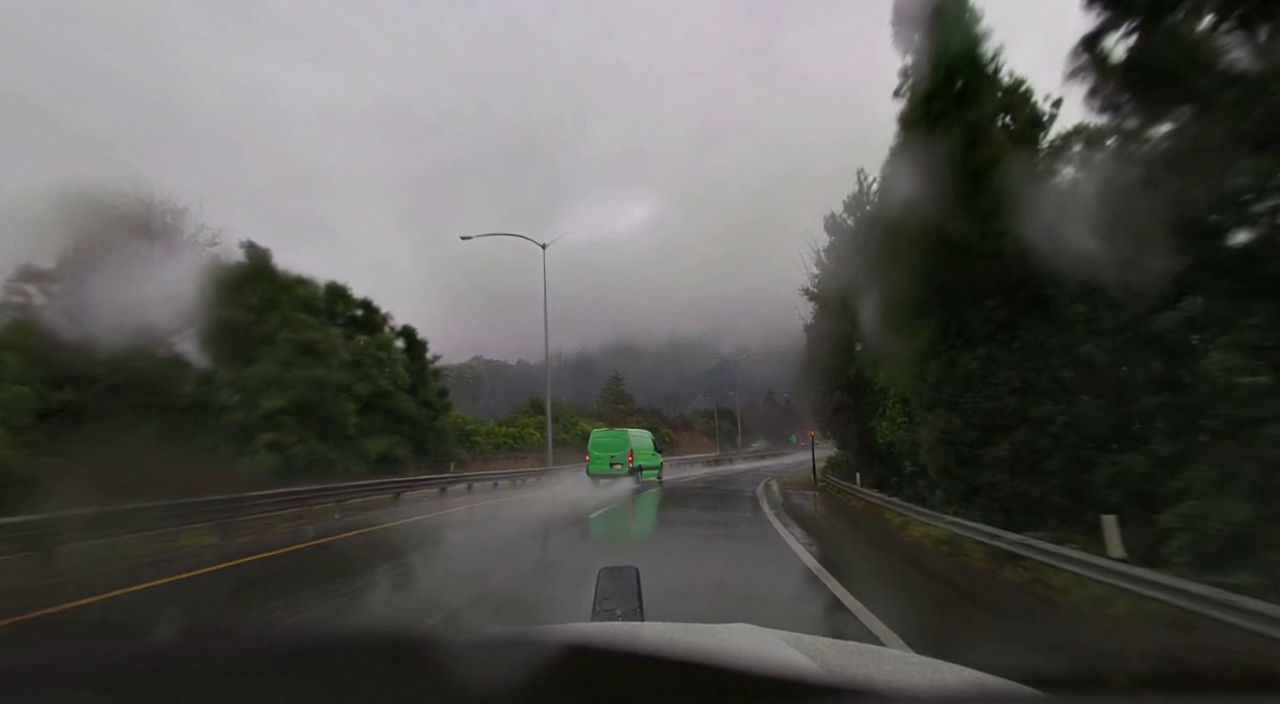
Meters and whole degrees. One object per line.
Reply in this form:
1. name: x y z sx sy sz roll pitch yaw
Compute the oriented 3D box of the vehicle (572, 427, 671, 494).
1. vehicle: -0.489 3.710 21.770 2.270 2.023 4.632 -3 -9 14
